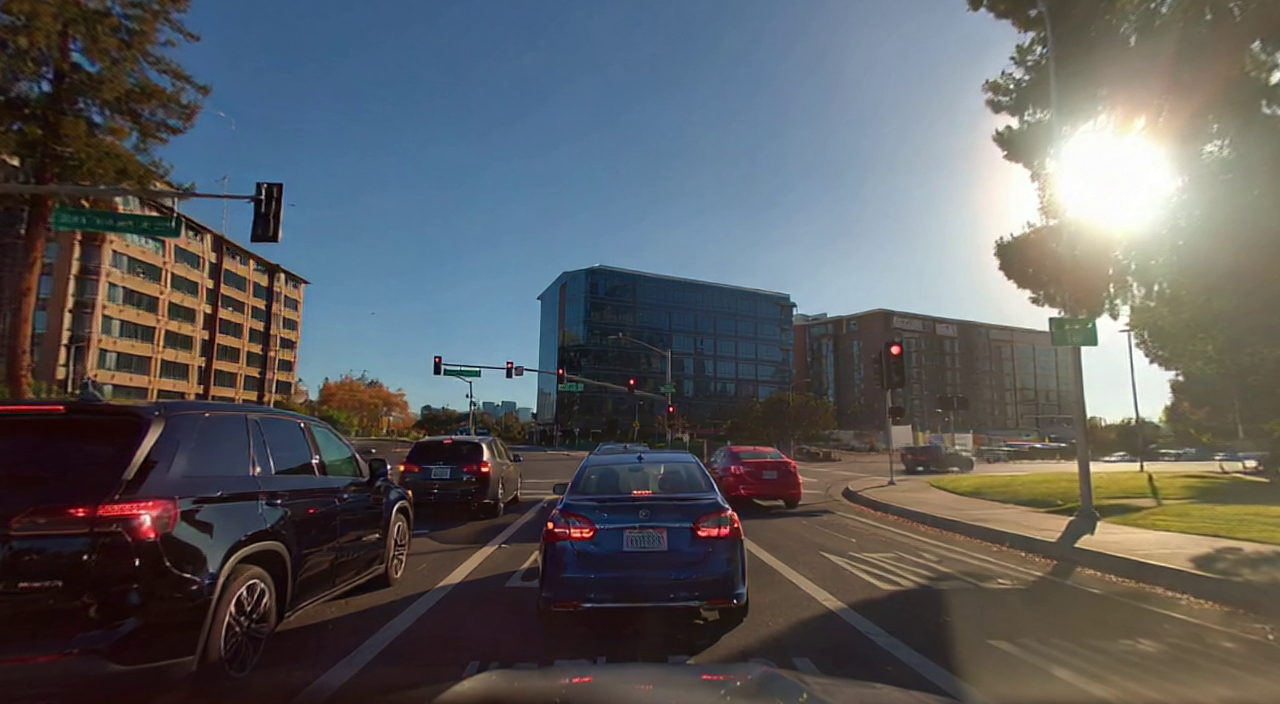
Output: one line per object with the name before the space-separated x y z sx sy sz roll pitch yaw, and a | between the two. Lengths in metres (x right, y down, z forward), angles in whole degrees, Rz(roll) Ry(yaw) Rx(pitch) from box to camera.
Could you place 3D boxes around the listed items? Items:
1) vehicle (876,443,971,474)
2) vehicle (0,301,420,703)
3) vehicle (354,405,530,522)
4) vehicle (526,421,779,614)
vehicle | 17.662 6.633 39.510 4.874 1.854 2.230 1 -9 -6
vehicle | -3.136 1.010 4.145 1.924 1.737 4.387 0 -8 -2
vehicle | -3.887 2.317 13.705 2.305 1.984 5.586 0 -8 -3
vehicle | -0.060 1.628 7.269 2.001 1.483 4.442 0 -8 -4
